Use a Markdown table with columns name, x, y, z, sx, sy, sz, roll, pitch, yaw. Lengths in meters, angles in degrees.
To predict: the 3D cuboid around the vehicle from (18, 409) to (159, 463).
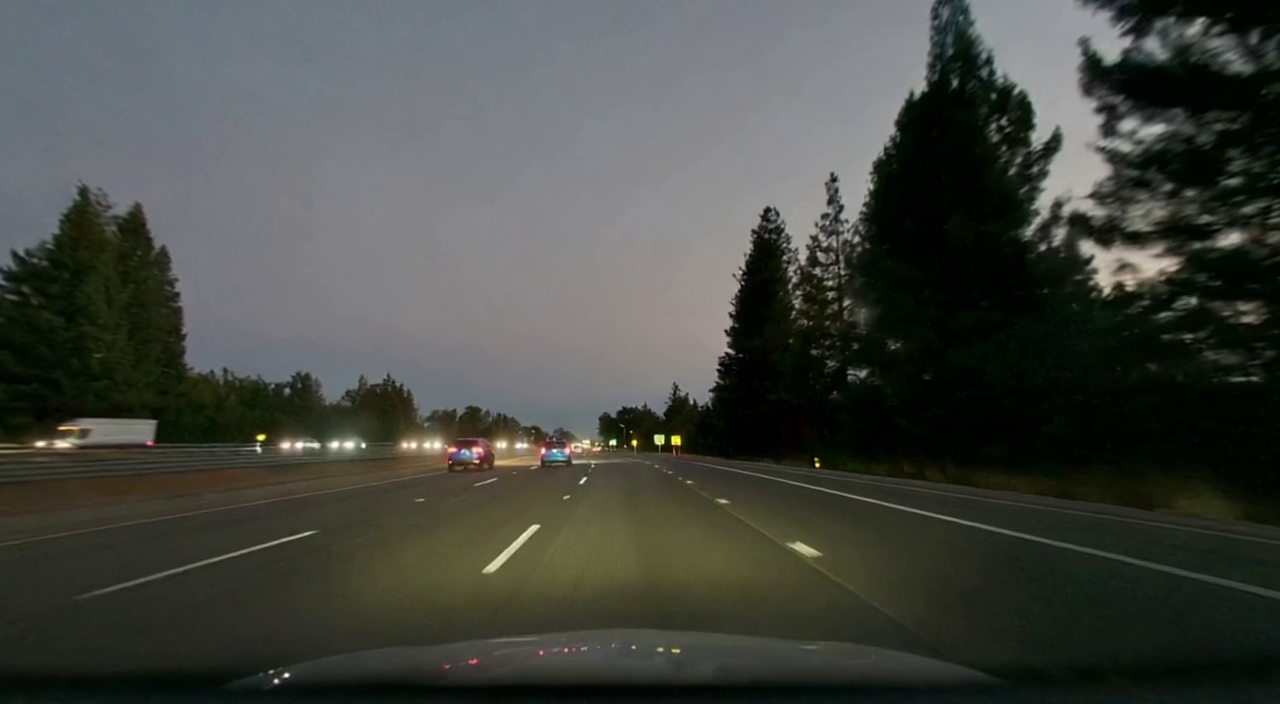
| name | x | y | z | sx | sy | sz | roll | pitch | yaw |
| --- | --- | --- | --- | --- | --- | --- | --- | --- | --- |
| vehicle | -38.148 | 5.976 | 44.223 | 3.012 | 3.426 | 7.995 | 1 | -9 | -4 |

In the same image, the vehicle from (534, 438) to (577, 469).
| name | x | y | z | sx | sy | sz | roll | pitch | yaw |
| --- | --- | --- | --- | --- | --- | --- | --- | --- | --- |
| vehicle | -4.959 | 6.052 | 37.736 | 2.146 | 1.766 | 4.502 | 0 | -9 | -3 |

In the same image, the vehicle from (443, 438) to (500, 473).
| name | x | y | z | sx | sy | sz | roll | pitch | yaw |
| --- | --- | --- | --- | --- | --- | --- | --- | --- | --- |
| vehicle | -8.810 | 5.440 | 33.410 | 2.016 | 1.711 | 4.365 | 0 | -9 | -3 |
